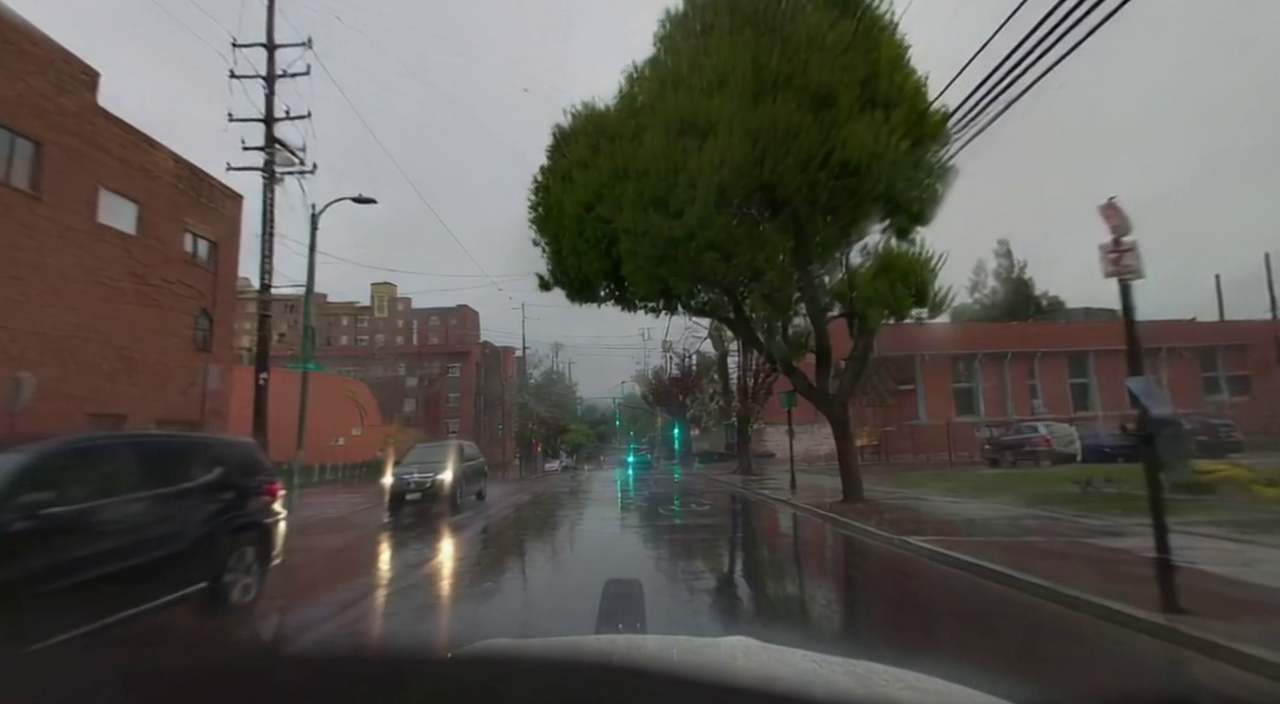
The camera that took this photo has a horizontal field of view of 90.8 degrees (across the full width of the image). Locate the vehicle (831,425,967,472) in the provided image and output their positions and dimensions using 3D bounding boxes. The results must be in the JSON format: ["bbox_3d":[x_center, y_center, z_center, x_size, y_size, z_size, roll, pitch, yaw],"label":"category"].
[{"bbox_3d":[11.426,4.317,28.262,5.167,1.895,2.140,-2,-8,8],"label":"vehicle"}]

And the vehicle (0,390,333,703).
[{"bbox_3d":[-4.551,1.262,4.319,2.236,1.834,4.743,-1,-8,4],"label":"vehicle"}]

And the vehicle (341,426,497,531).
[{"bbox_3d":[-4.453,2.575,13.560,1.918,1.823,4.536,0,-8,-3],"label":"vehicle"}]

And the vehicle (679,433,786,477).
[{"bbox_3d":[3.877,4.284,26.550,3.994,1.736,2.059,4,-9,-28],"label":"vehicle"}]
